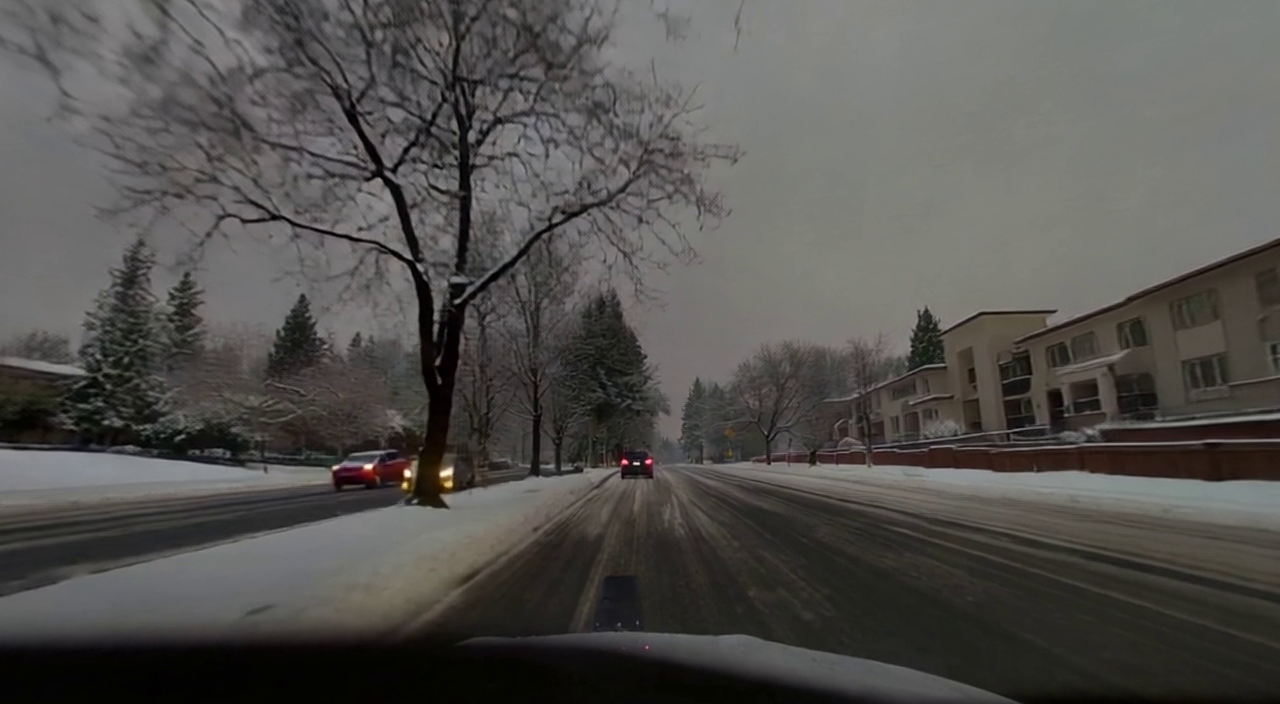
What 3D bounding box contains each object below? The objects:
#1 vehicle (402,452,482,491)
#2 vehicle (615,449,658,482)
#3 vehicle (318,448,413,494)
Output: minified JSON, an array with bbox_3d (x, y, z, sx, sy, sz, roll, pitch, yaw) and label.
[{"bbox_3d":[-8.498,5.132,27.542,1.957,1.527,4.411,0,-9,1],"label":"vehicle"},{"bbox_3d":[-0.124,5.813,32.632,2.093,1.591,4.247,0,-9,1],"label":"vehicle"},{"bbox_3d":[-11.889,5.141,27.769,2.052,1.808,4.716,0,-9,0],"label":"vehicle"}]
